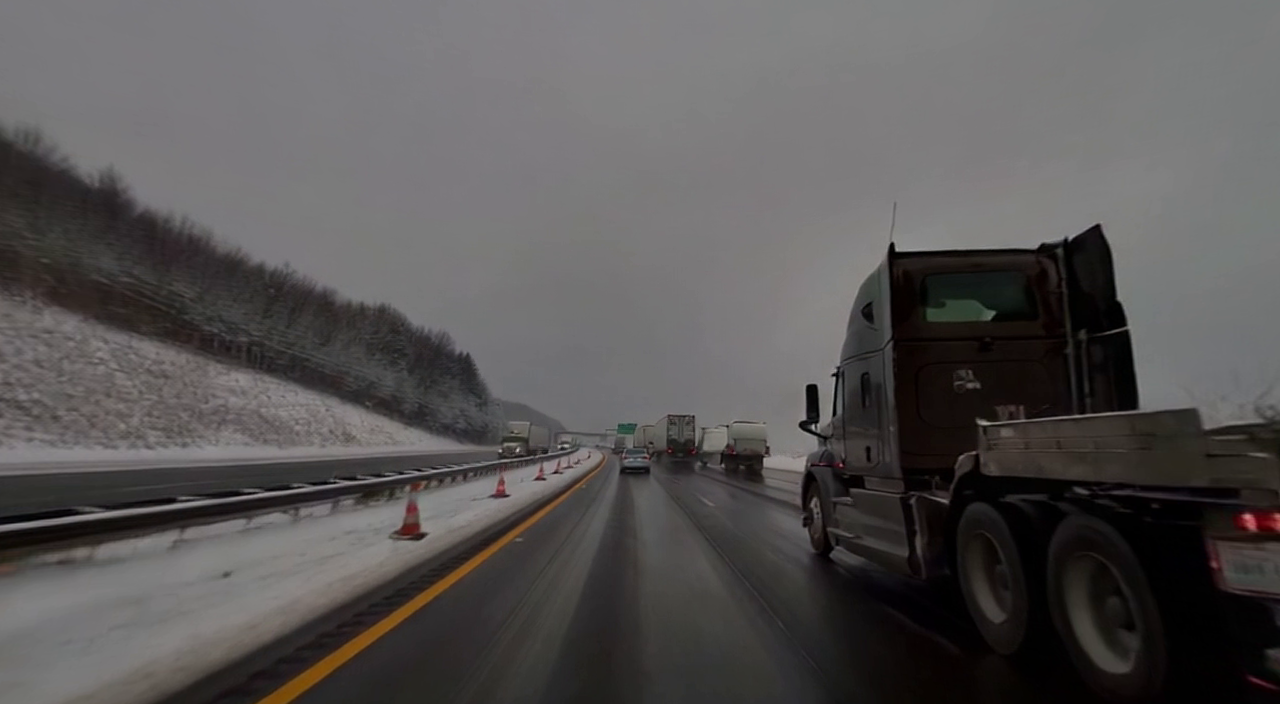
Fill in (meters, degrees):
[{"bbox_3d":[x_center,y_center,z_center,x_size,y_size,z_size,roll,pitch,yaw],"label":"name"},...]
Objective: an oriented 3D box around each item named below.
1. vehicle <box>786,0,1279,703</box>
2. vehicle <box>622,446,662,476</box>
[{"bbox_3d":[3.671,0.286,6.009,2.990,3.934,6.180,0,-9,0],"label":"vehicle"},{"bbox_3d":[0.055,5.463,31.792,1.927,1.437,3.794,0,-9,-1],"label":"vehicle"}]
